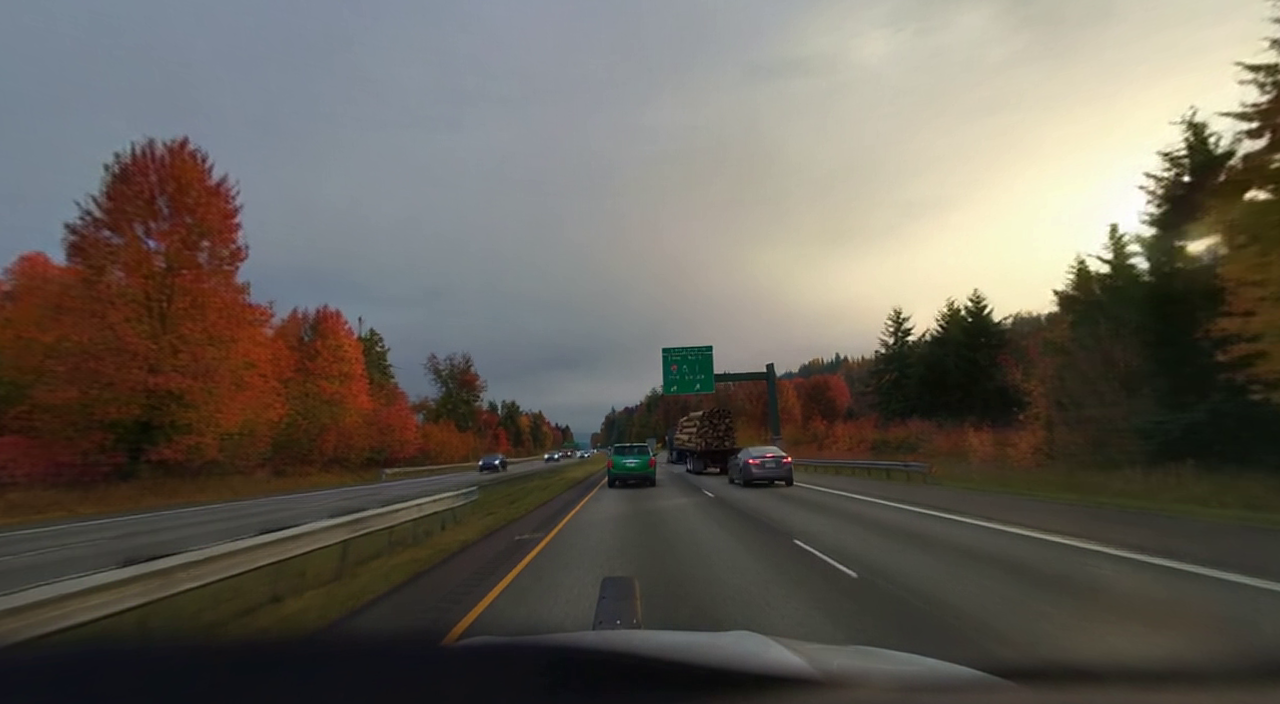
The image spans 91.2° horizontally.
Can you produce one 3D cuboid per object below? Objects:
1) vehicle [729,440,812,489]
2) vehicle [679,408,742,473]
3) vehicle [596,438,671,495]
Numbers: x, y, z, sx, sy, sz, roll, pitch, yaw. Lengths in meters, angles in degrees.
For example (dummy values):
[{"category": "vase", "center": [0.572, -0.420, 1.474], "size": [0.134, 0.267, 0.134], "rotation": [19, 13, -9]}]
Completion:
[{"category": "vehicle", "center": [4.826, 4.221, 23.914], "size": [2.057, 1.660, 4.525], "rotation": [0, -9, -2]}, {"category": "vehicle", "center": [4.581, 6.073, 42.709], "size": [3.125, 3.895, 8.461], "rotation": [0, -9, -1]}, {"category": "vehicle", "center": [-0.207, 3.790, 21.052], "size": [2.263, 1.699, 3.936], "rotation": [0, -9, 0]}]
